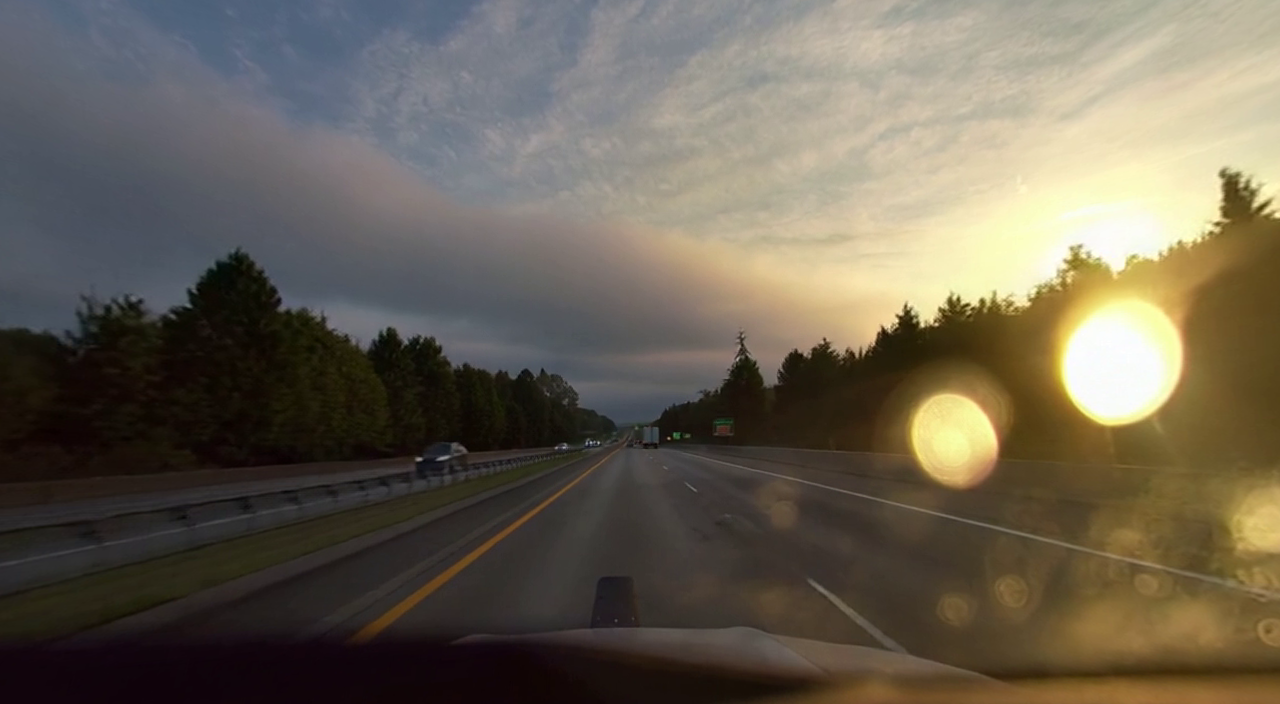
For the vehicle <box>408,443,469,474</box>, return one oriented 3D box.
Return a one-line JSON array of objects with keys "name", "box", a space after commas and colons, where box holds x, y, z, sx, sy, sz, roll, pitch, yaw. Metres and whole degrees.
[{"name": "vehicle", "box": [-9.833, 5.191, 30.946, 1.779, 1.397, 3.665, -1, -8, 0]}]
